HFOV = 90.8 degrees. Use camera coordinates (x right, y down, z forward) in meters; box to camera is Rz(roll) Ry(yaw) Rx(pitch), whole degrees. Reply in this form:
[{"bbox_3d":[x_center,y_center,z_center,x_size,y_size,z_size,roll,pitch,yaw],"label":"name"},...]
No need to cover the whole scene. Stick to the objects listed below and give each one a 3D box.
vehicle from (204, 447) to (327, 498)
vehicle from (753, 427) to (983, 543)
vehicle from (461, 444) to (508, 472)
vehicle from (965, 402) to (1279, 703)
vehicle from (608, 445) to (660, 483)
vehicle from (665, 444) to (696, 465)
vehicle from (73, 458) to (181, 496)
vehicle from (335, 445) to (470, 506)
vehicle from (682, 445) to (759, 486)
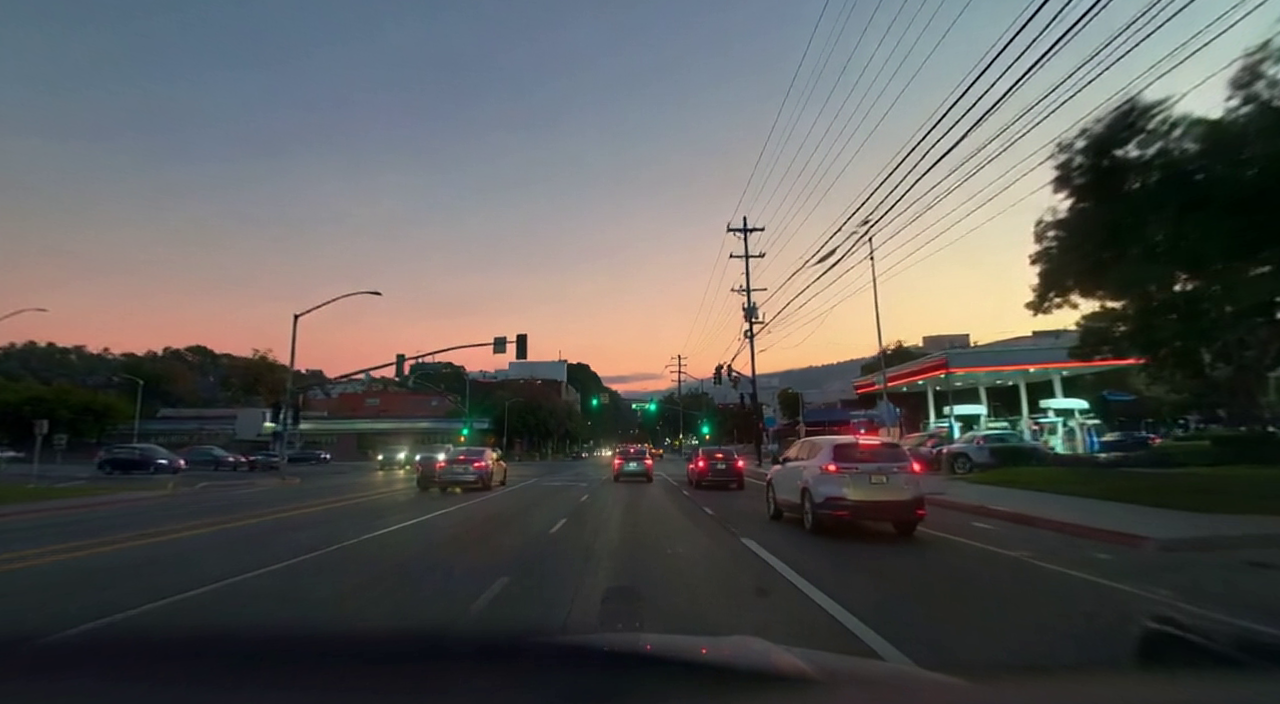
[{"bbox_3d":[-14.328,4.590,24.568,1.937,1.745,4.540,0,-9,1],"label":"vehicle"},{"bbox_3d":[3.807,2.323,11.737,2.452,1.682,4.565,0,-9,-2],"label":"vehicle"},{"bbox_3d":[-10.907,7.444,44.689,2.139,1.836,4.843,0,-9,0],"label":"vehicle"},{"bbox_3d":[2.933,0.815,1.436,1.945,1.470,4.363,0,-9,-2],"label":"vehicle"},{"bbox_3d":[-0.299,4.743,27.140,2.065,1.484,3.894,0,-9,-1],"label":"vehicle"},{"bbox_3d":[2.991,7.653,47.472,1.971,1.477,4.121,0,-9,-2],"label":"vehicle"},{"bbox_3d":[-24.978,6.031,30.748,4.989,1.567,2.075,-3,-10,27],"label":"vehicle"},{"bbox_3d":[-6.366,3.333,17.533,2.075,1.470,4.190,0,-9,1],"label":"vehicle"},{"bbox_3d":[3.065,4.446,25.073,2.208,1.436,4.542,0,-9,-3],"label":"vehicle"}]
